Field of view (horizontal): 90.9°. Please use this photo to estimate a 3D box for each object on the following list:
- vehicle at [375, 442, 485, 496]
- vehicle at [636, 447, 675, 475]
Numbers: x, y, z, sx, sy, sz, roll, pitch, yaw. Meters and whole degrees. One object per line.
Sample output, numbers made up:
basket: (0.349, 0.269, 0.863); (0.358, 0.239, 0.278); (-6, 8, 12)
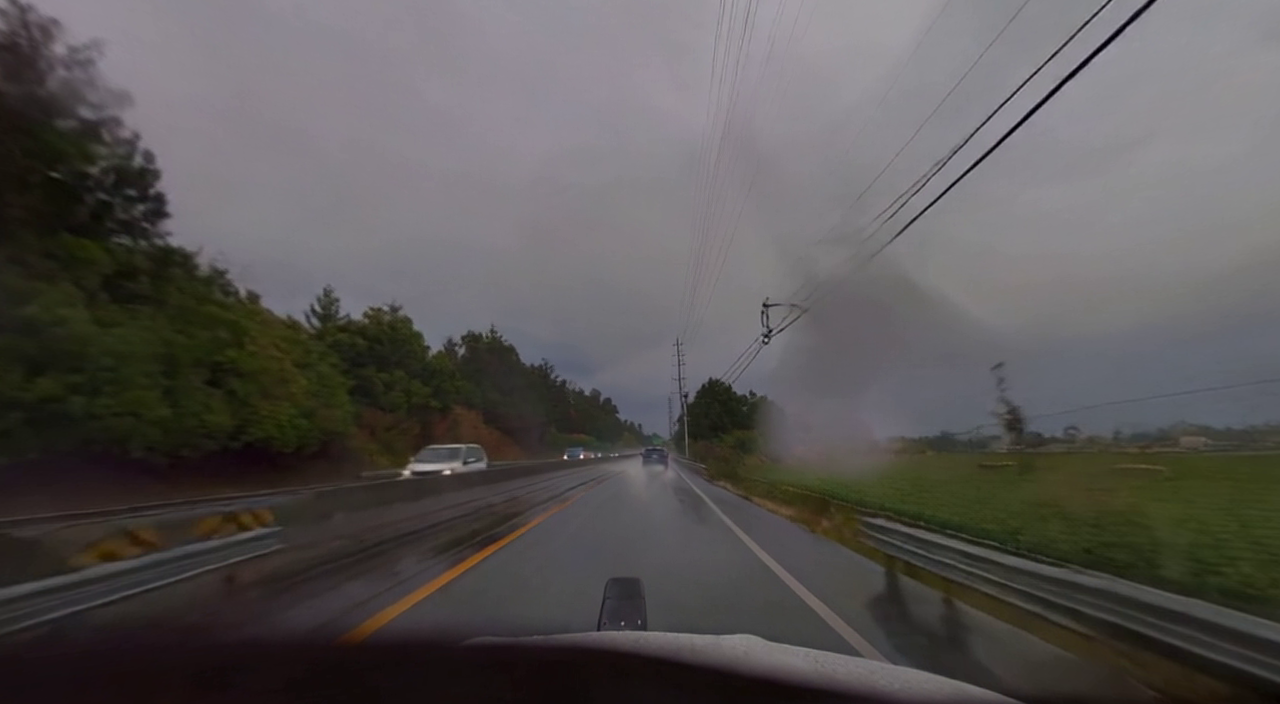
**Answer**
vehicle: (-6.519, 3.699, 20.174); (1.900, 1.515, 4.379); (0, -9, 1)
vehicle: (0.866, 6.181, 35.790); (2.080, 1.486, 3.813); (0, -9, 1)
